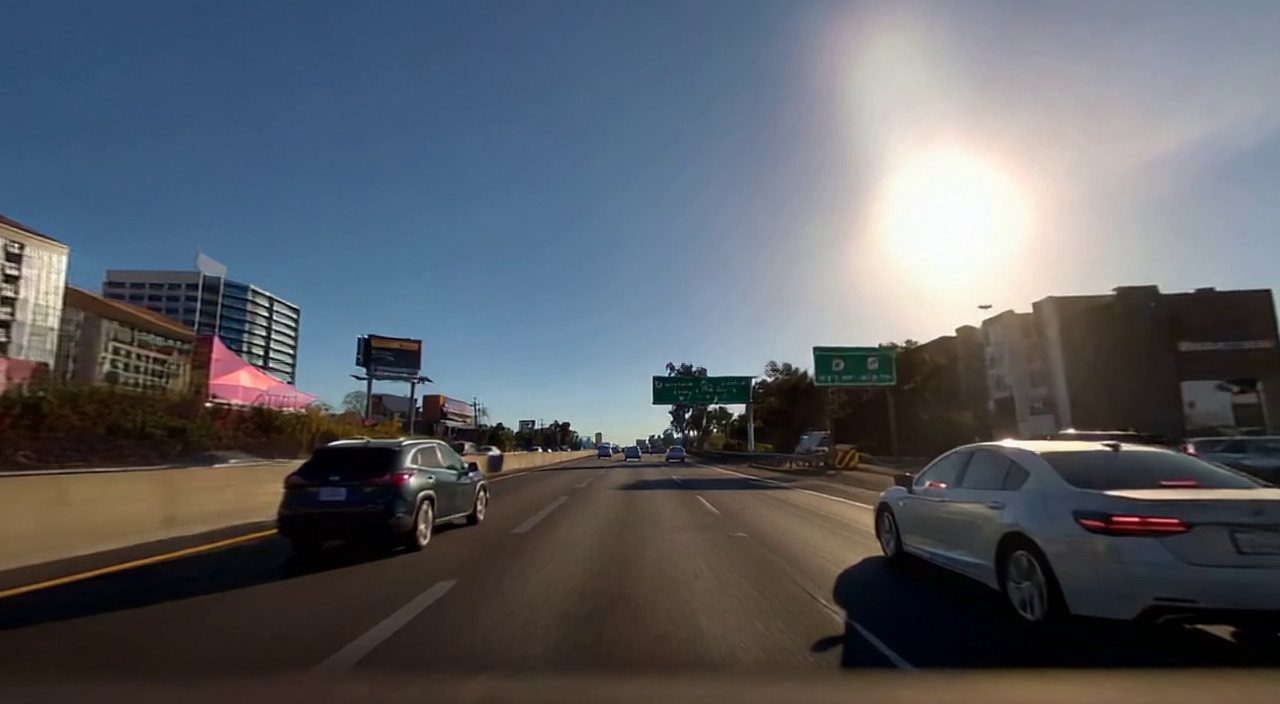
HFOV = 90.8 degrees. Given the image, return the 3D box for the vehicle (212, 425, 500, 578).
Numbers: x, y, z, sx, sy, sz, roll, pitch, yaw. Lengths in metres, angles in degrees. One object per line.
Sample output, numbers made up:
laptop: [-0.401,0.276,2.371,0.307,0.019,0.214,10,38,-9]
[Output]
vehicle: [-3.393,1.863,8.714,1.879,1.526,4.483,0,-9,0]

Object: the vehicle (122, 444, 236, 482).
vehicle: [-22.961,5.512,31.773,1.881,1.719,5.096,0,-9,-1]

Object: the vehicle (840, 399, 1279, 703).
vehicle: [3.399,1.314,5.209,1.987,1.509,4.512,0,-9,0]
